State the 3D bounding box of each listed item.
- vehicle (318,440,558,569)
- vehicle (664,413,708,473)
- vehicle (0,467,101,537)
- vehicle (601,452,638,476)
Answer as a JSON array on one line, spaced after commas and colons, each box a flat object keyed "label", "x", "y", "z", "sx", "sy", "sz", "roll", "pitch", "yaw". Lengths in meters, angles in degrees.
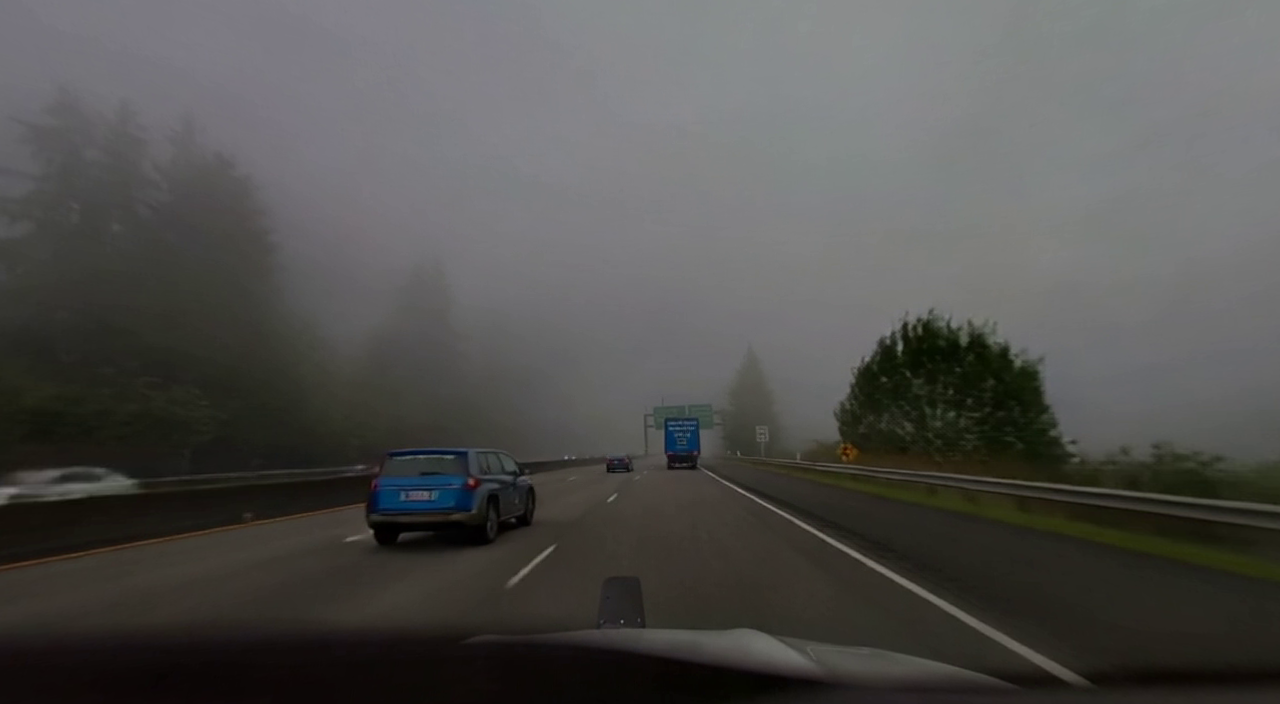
[{"label": "vehicle", "x": -2.755, "y": 2.214, "z": 9.976, "sx": 2.039, "sy": 1.532, "sz": 4.610, "roll": -1, "pitch": -9, "yaw": 3}, {"label": "vehicle", "x": 3.442, "y": 7.306, "z": 49.965, "sx": 2.960, "sy": 4.018, "sz": 13.834, "roll": -1, "pitch": -9, "yaw": 2}, {"label": "vehicle", "x": -14.524, "y": 3.257, "z": 13.605, "sx": 1.844, "sy": 1.424, "sz": 4.319, "roll": -1, "pitch": -9, "yaw": 2}, {"label": "vehicle", "x": -1.261, "y": 7.196, "z": 40.773, "sx": 2.045, "sy": 1.430, "sz": 3.951, "roll": -1, "pitch": -9, "yaw": 4}]
